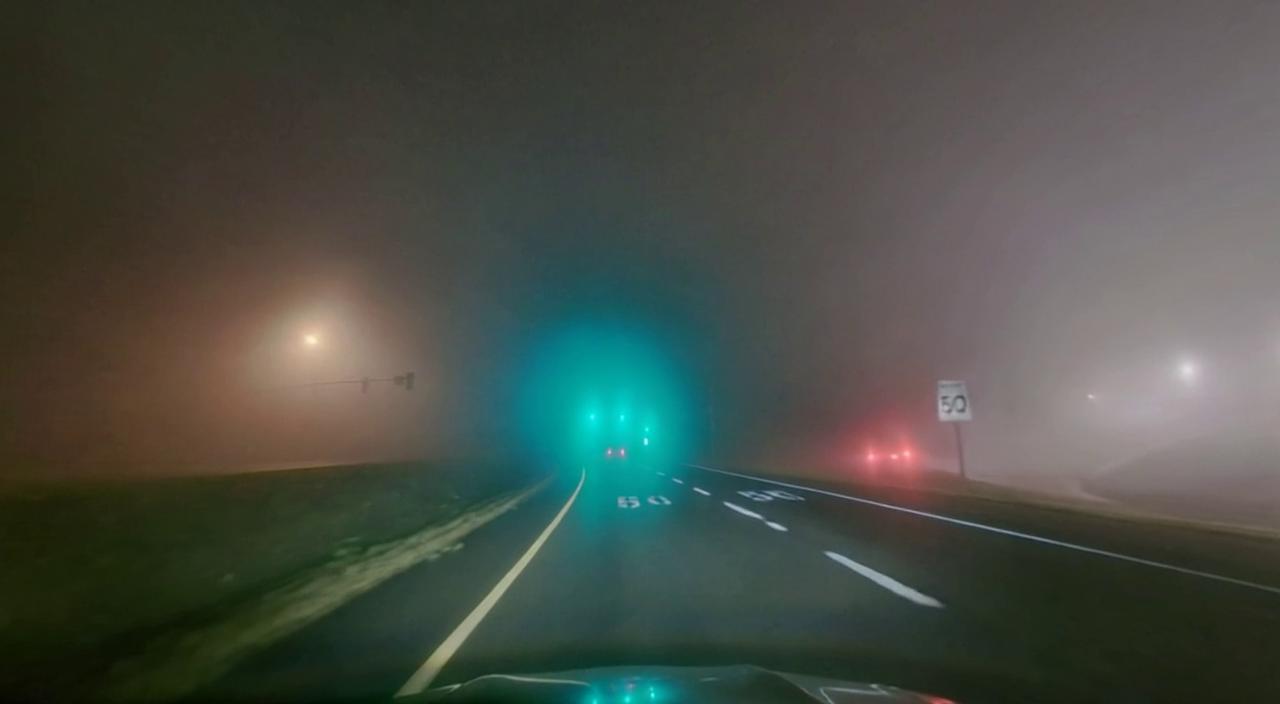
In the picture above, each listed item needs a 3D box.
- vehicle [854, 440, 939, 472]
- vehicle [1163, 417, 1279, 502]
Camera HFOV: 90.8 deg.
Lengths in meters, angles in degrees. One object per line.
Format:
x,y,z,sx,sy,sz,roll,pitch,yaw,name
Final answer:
15.683,6.365,38.741,4.457,1.724,1.871,3,-9,-2,vehicle
23.821,4.228,25.206,2.236,2.968,6.014,-3,-9,18,vehicle
